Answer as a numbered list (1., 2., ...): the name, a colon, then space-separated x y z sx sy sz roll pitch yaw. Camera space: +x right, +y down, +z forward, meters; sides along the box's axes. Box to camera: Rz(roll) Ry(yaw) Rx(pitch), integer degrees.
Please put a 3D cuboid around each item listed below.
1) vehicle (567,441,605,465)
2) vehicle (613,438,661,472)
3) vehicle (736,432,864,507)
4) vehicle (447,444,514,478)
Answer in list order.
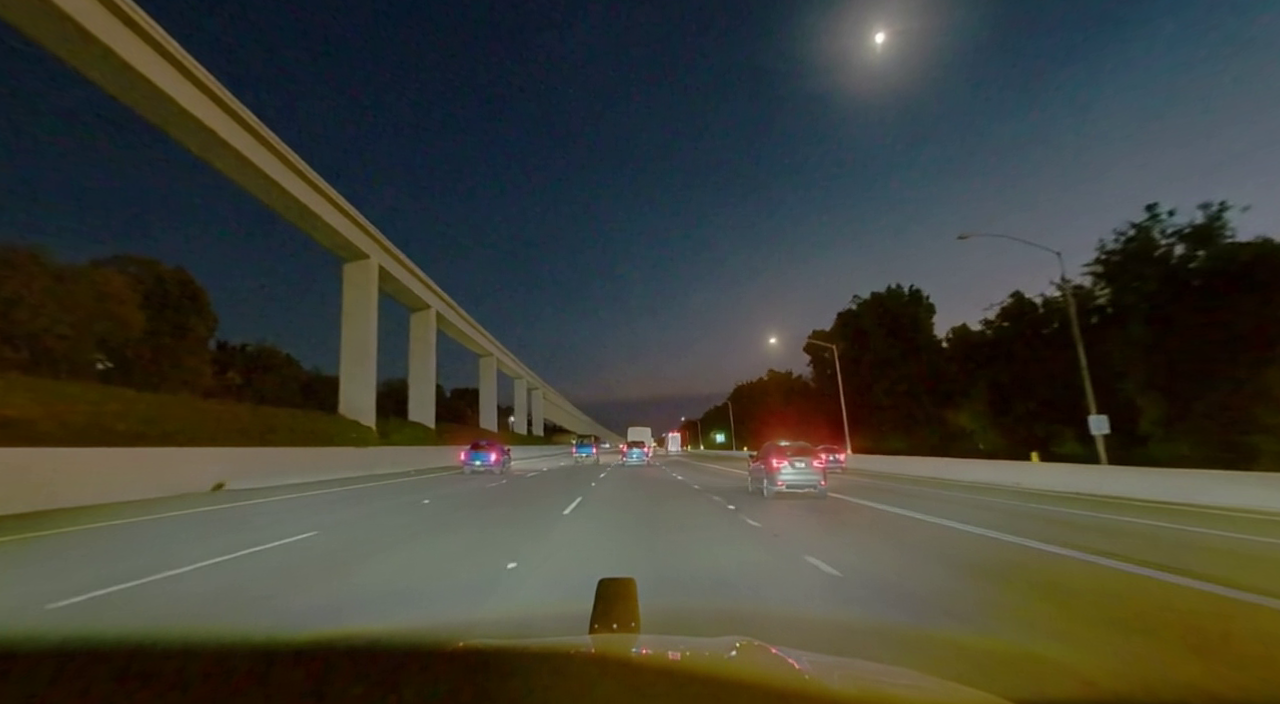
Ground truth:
1. vehicle: -4.145 7.884 49.388 2.535 1.715 5.030 0 -9 -1
2. vehicle: -0.181 5.930 36.544 2.572 1.837 5.693 0 -9 0
3. vehicle: 3.881 2.939 16.140 2.119 1.653 4.000 0 -9 -2
4. vehicle: -7.393 5.074 29.746 1.947 1.444 4.595 0 -9 0
